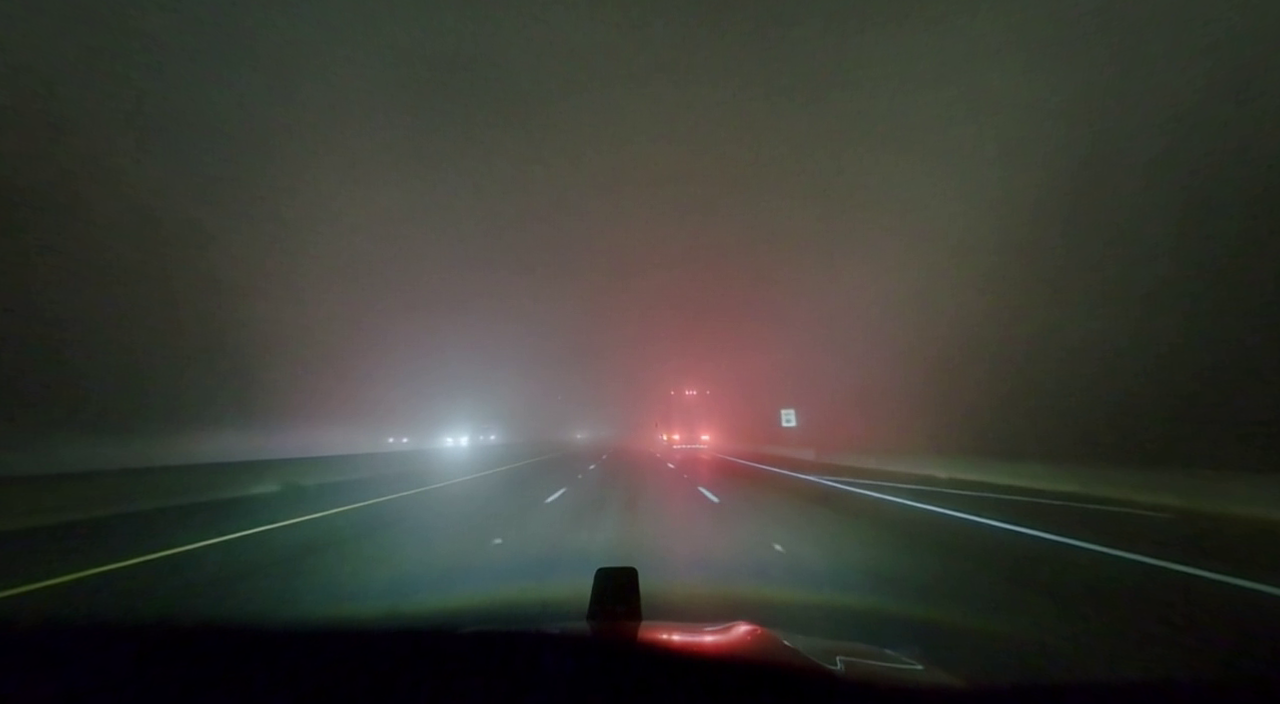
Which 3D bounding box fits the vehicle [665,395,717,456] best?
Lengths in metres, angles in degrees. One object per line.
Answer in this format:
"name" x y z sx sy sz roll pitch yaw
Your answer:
"vehicle" 3.485 5.358 45.229 2.859 3.981 8.596 0 -8 -1
